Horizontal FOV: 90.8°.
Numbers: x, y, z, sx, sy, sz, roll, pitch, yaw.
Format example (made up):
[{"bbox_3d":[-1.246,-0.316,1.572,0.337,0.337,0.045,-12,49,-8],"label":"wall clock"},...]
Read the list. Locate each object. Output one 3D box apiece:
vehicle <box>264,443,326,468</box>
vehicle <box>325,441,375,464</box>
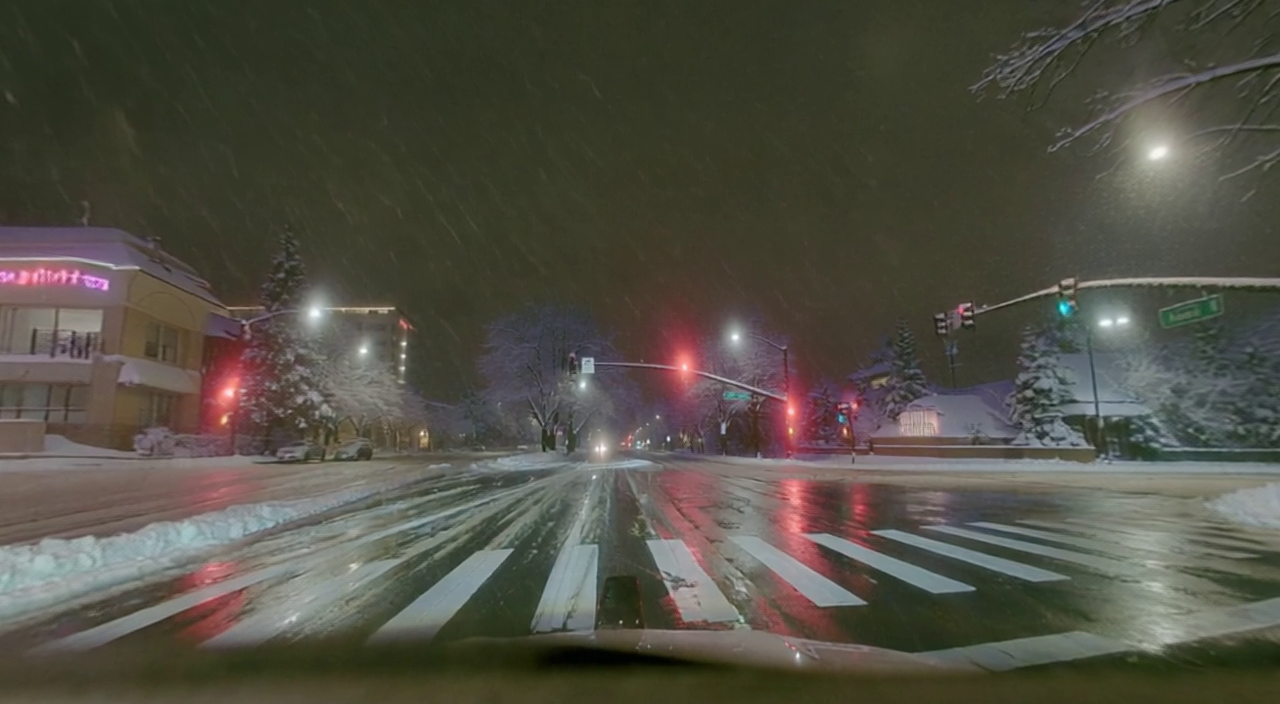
[{"bbox_3d":[-21.837,6.559,40.149,2.005,1.496,4.020,1,-9,-6],"label":"vehicle"},{"bbox_3d":[-22.457,7.787,49.049,2.023,1.706,4.756,1,-9,-6],"label":"vehicle"}]
